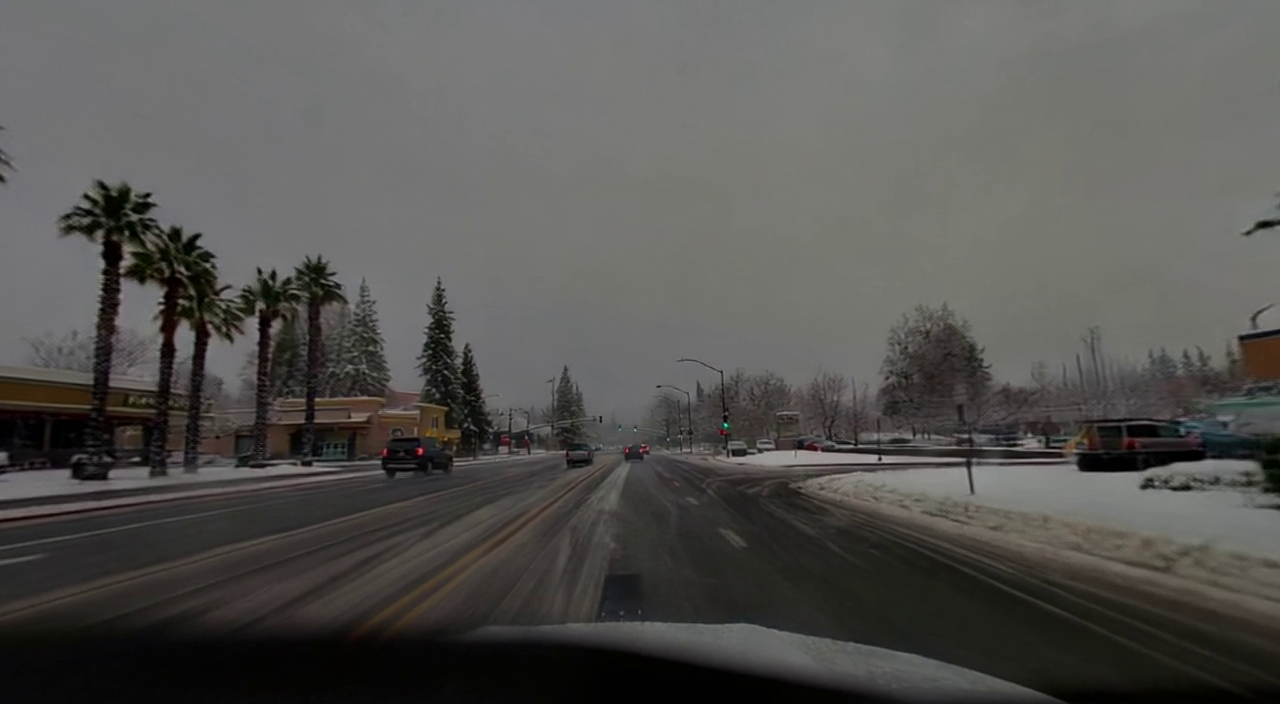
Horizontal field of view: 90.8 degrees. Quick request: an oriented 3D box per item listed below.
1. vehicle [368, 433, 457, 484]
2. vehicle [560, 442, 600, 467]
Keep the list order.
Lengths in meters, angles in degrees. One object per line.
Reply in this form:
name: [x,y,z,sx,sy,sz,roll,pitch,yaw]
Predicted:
vehicle: [-8.596,4.071,24.362,2.022,1.746,4.406,0,-9,-4]
vehicle: [-3.745,6.446,39.906,2.181,1.483,4.123,0,-9,-1]
